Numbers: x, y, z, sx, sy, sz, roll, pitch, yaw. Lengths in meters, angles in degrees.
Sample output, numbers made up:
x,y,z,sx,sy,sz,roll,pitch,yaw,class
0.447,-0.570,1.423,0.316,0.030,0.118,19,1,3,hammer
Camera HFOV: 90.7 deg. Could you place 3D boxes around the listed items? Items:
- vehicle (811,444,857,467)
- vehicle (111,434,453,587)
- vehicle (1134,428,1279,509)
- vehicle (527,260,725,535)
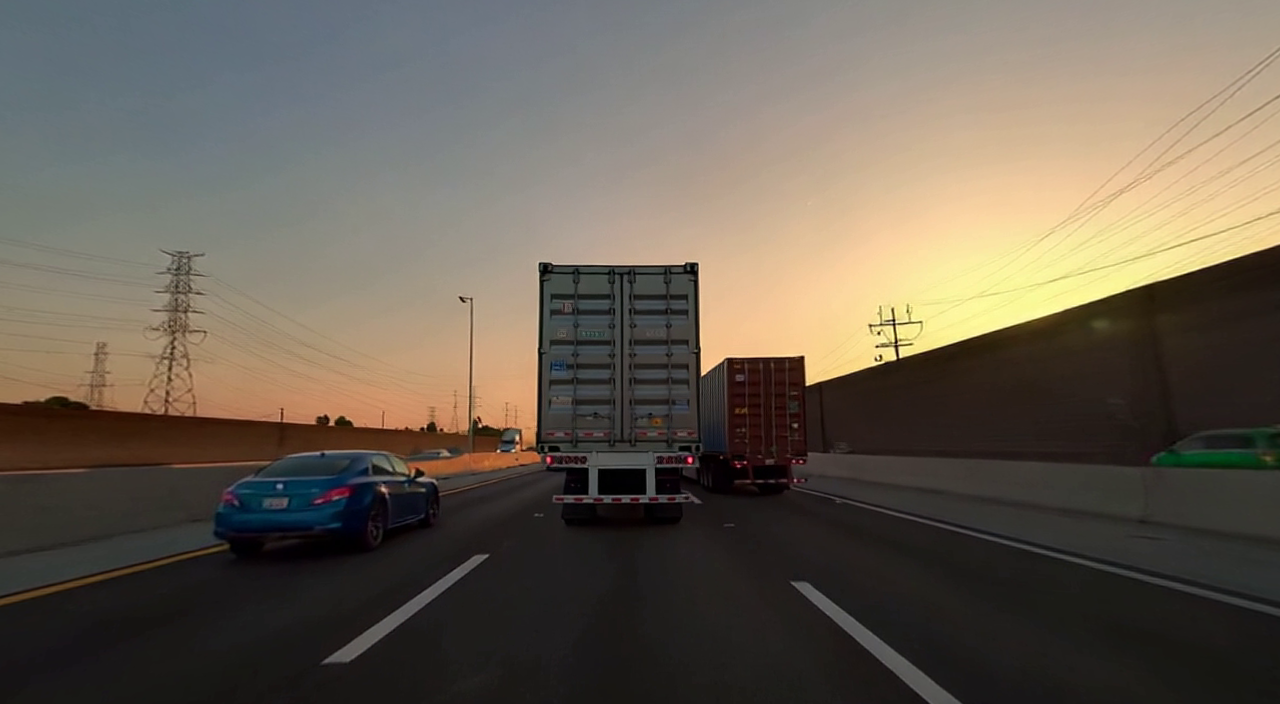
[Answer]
x,y,z,sx,sy,sz,roll,pitch,yaw,class
12.752,6.799,41.748,1.766,1.452,3.703,0,-9,-2,vehicle
-4.211,1.913,8.571,1.993,1.475,4.540,0,-9,0,vehicle
13.424,2.450,13.594,2.020,1.546,4.336,0,-9,-1,vehicle
-0.213,1.505,15.338,2.841,4.071,12.046,0,-9,0,vehicle
